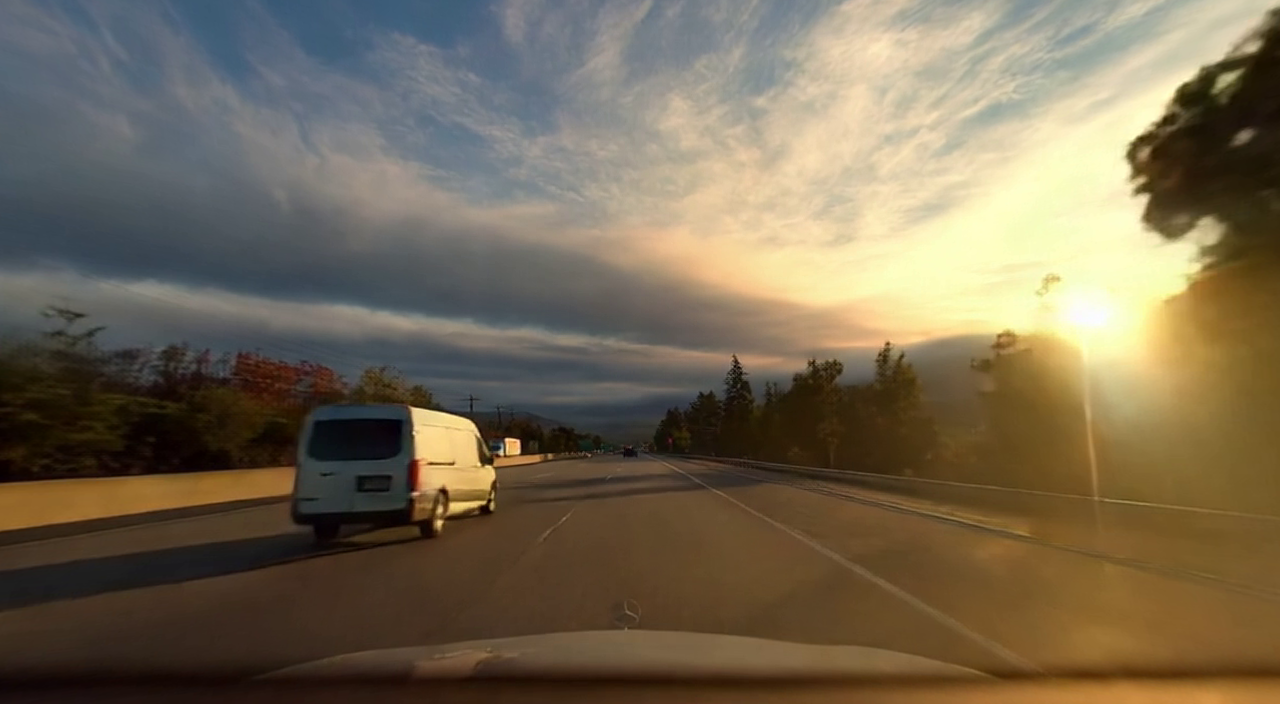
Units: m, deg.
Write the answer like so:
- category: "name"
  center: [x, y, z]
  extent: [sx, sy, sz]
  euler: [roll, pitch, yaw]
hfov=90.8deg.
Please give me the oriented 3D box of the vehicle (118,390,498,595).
- category: "vehicle"
  center: [-3.824, 1.774, 8.875]
  extent: [2.349, 1.973, 5.419]
  euler: [0, -9, 0]
